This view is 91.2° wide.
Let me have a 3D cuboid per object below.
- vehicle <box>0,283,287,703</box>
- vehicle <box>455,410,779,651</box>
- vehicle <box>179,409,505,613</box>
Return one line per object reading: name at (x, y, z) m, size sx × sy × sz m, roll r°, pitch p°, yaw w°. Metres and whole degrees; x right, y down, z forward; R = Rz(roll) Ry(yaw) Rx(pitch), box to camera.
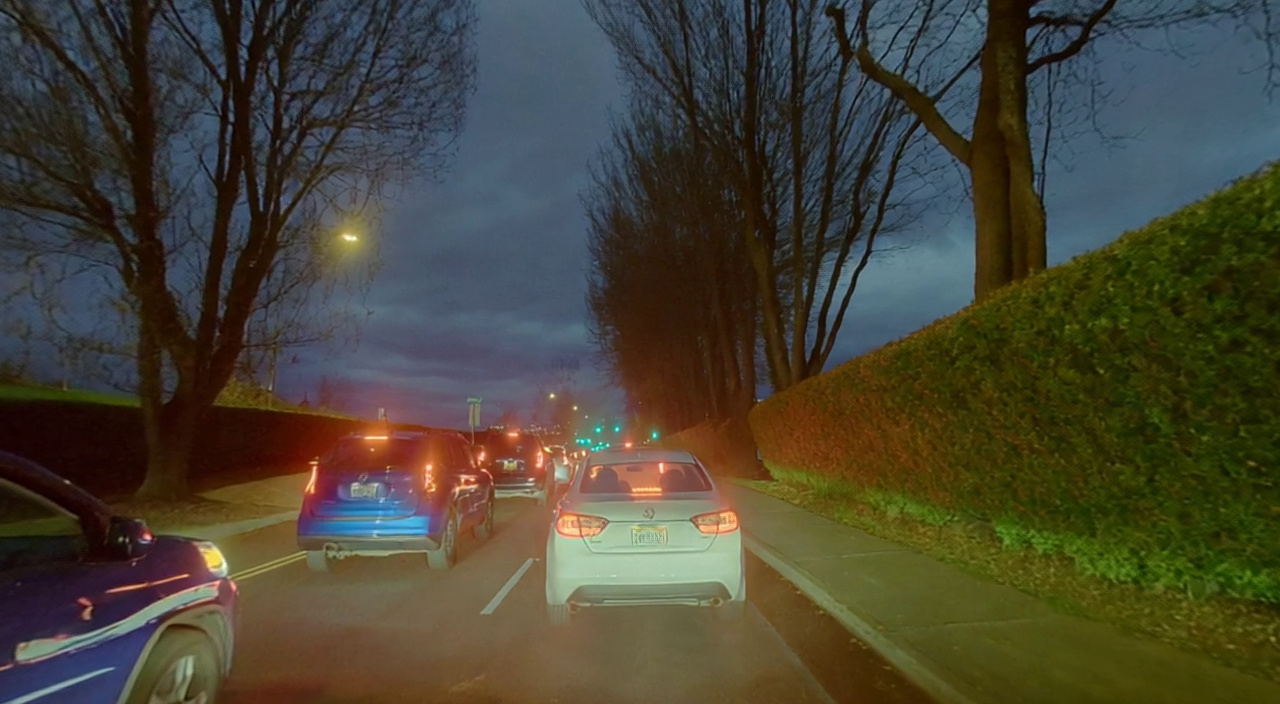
vehicle at (-3.285, 0.679, 1.263) m, size 2.205 × 1.913 × 5.327 m, roll -6°, pitch -8°, yaw -2°
vehicle at (-0.178, 1.504, 6.268) m, size 2.154 × 1.581 × 4.007 m, roll 0°, pitch -9°, yaw -1°
vehicle at (-3.408, 1.861, 8.329) m, size 2.256 × 1.728 × 4.421 m, roll -6°, pitch -8°, yaw -2°
